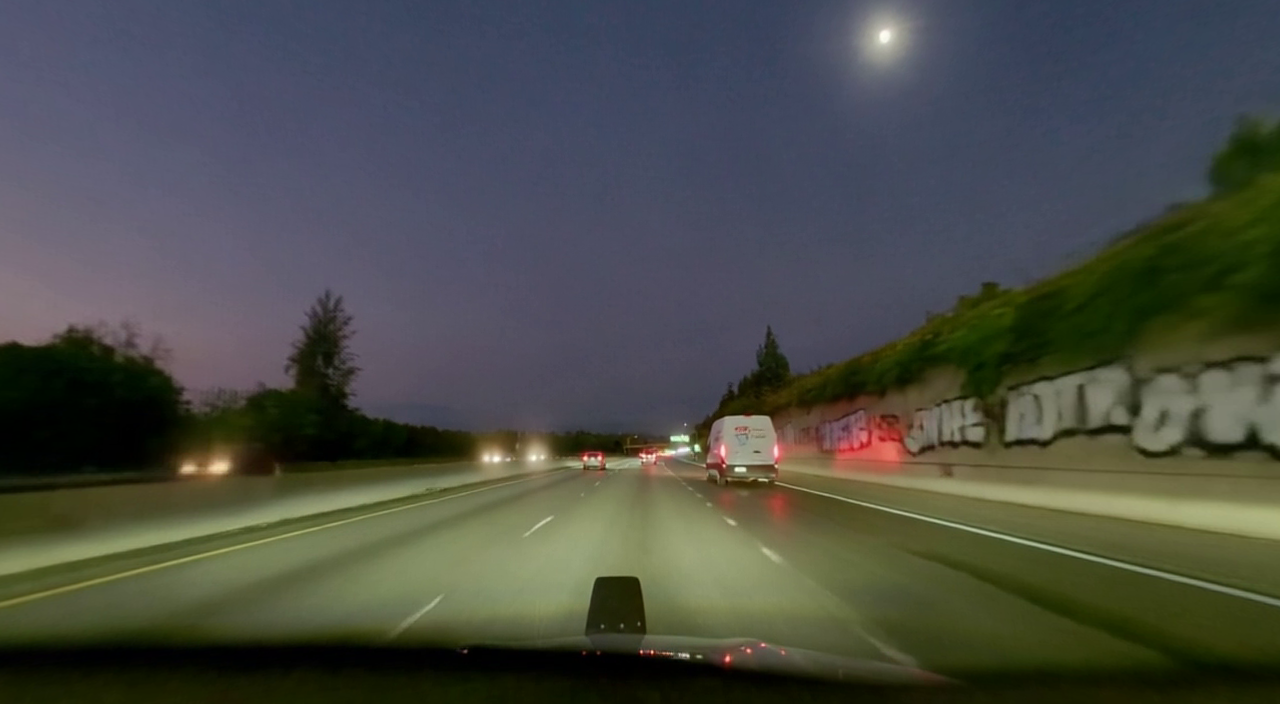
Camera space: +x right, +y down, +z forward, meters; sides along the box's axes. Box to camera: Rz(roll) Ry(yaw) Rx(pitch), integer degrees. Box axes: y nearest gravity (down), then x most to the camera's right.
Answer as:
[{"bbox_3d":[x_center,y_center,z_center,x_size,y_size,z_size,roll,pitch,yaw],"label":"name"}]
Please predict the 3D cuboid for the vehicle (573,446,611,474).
[{"bbox_3d":[-2.927,6.693,39.260,1.964,1.618,4.489,0,-9,1],"label":"vehicle"}]

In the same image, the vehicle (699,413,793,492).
[{"bbox_3d":[3.785,3.759,23.751,2.469,2.591,5.653,0,-9,-1],"label":"vehicle"}]

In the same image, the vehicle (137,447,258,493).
[{"bbox_3d":[-18.926,5.022,27.258,1.973,1.798,4.338,0,-9,1],"label":"vehicle"}]
